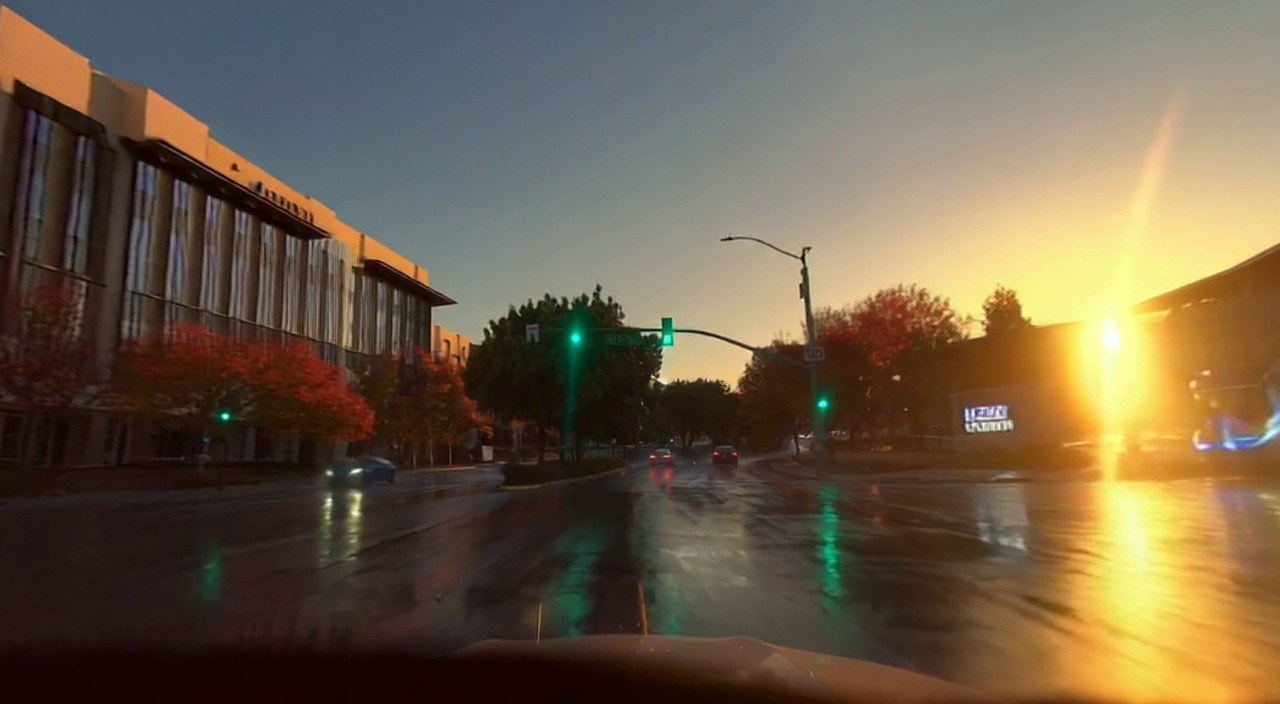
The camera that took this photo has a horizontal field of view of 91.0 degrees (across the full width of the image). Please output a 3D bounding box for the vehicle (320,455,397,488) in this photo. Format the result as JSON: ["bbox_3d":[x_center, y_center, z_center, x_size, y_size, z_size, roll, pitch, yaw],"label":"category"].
[{"bbox_3d":[-14.640,6.226,33.005,1.904,1.582,4.111,-1,-9,4],"label":"vehicle"}]

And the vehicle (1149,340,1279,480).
[{"bbox_3d":[20.937,1.632,17.044,10.893,3.534,3.195,-1,-9,4],"label":"vehicle"}]

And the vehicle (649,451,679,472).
[{"bbox_3d":[1.858,8.359,48.325,2.014,1.525,4.197,-1,-9,6],"label":"vehicle"}]

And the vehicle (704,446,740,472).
[{"bbox_3d":[5.748,7.553,44.666,2.174,1.749,4.739,0,-9,3],"label":"vehicle"}]
